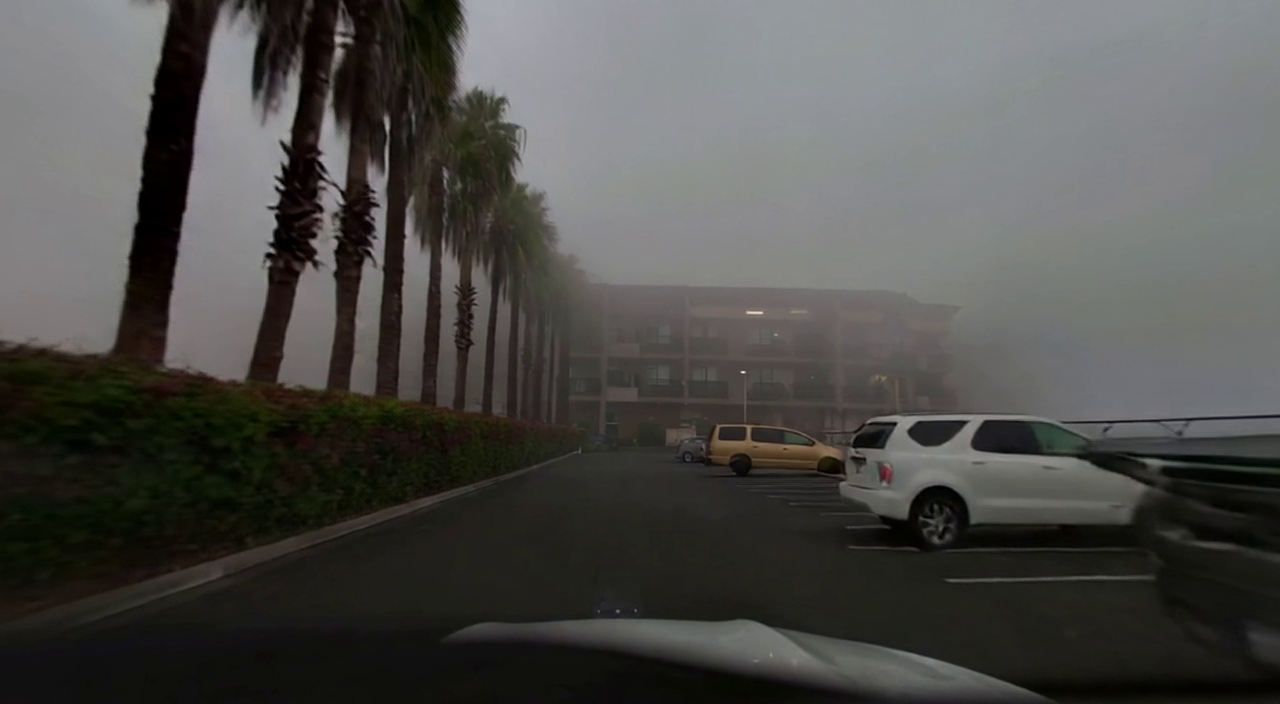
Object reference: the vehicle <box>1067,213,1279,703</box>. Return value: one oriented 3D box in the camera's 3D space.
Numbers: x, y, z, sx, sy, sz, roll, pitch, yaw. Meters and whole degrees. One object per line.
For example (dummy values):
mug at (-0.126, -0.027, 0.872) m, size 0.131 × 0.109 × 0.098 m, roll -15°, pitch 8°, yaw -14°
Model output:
vehicle at (5.134, 0.636, 2.235) m, size 5.639 × 2.033 × 2.172 m, roll 2°, pitch -7°, yaw 3°

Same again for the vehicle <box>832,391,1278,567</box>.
vehicle at (5.258, 1.649, 8.668) m, size 4.691 × 1.877 × 1.959 m, roll 2°, pitch -8°, yaw 4°

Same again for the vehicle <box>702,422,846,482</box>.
vehicle at (4.611, 3.508, 22.198) m, size 4.609 × 1.734 × 1.909 m, roll 3°, pitch -8°, yaw 0°
